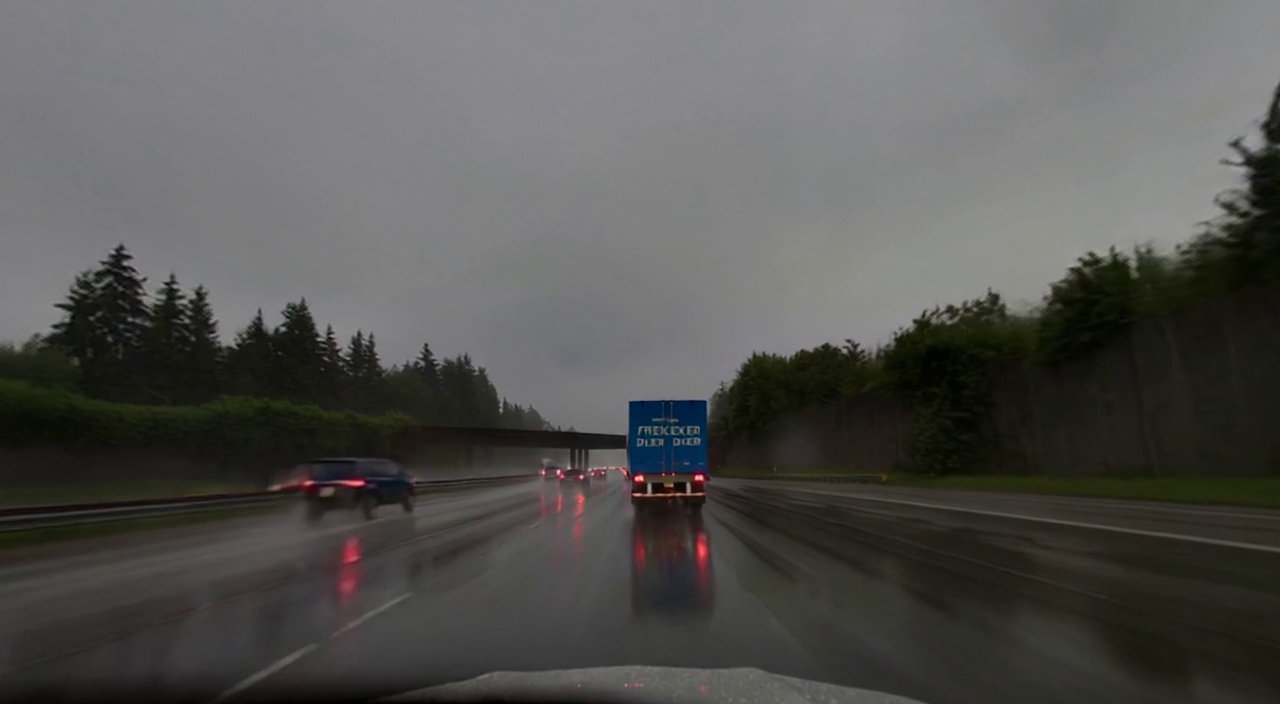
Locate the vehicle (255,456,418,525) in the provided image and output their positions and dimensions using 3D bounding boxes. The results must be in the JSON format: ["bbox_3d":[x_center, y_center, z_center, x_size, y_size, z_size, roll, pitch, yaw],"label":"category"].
[{"bbox_3d":[-7.814,3.628,16.868,1.955,1.539,4.650,1,-10,1],"label":"vehicle"}]

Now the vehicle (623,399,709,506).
[{"bbox_3d":[0.840,4.520,27.798,2.980,3.834,9.423,1,-10,-2],"label":"vehicle"}]

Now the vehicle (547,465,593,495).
[{"bbox_3d":[-3.842,7.123,35.296,1.978,1.516,4.617,1,-10,1],"label":"vehicle"}]
